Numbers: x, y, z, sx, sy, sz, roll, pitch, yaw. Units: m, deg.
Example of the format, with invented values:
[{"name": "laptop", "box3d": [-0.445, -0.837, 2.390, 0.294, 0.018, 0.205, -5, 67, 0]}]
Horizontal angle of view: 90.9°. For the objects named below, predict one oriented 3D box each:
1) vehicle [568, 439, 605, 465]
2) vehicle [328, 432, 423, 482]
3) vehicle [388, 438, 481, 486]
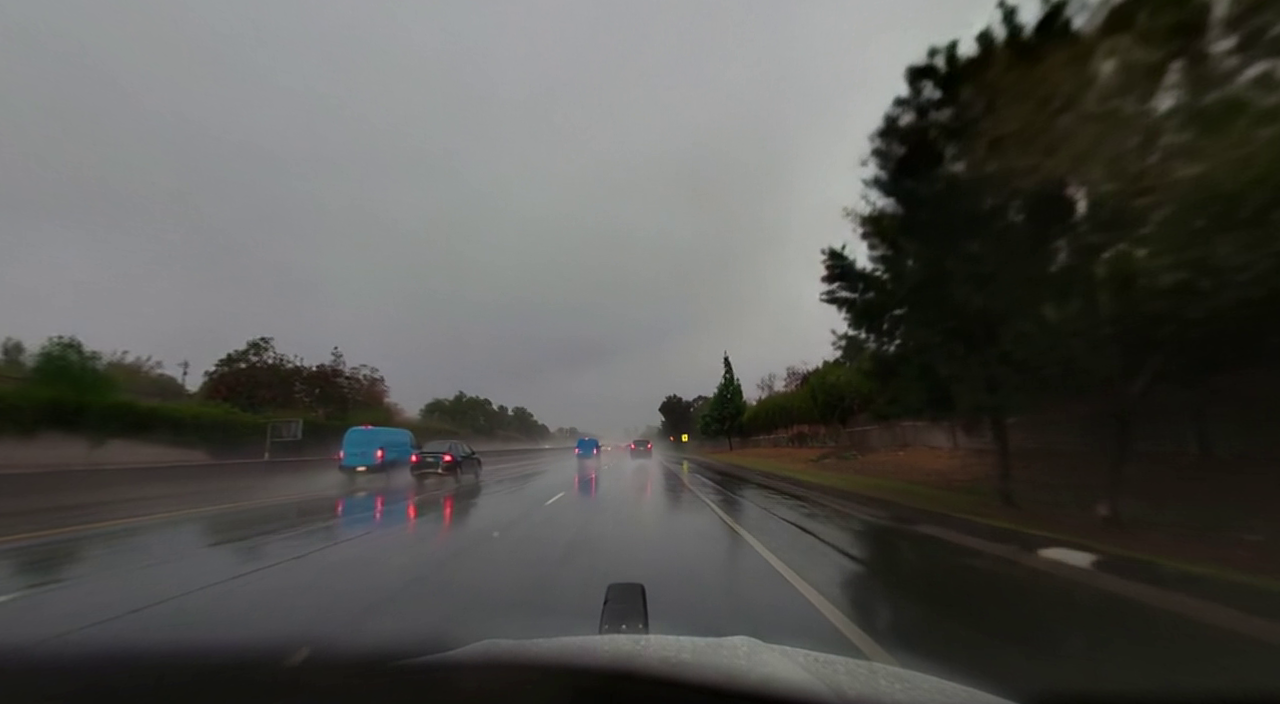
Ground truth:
[{"name": "vehicle", "box3d": [-4.049, 7.663, 48.525, 2.313, 1.852, 4.775, 0, -8, 2]}, {"name": "vehicle", "box3d": [-10.907, 4.363, 26.433, 1.977, 1.870, 4.525, 0, -8, 0]}, {"name": "vehicle", "box3d": [-7.470, 4.030, 23.354, 2.014, 1.598, 4.015, 0, -8, 1]}]
